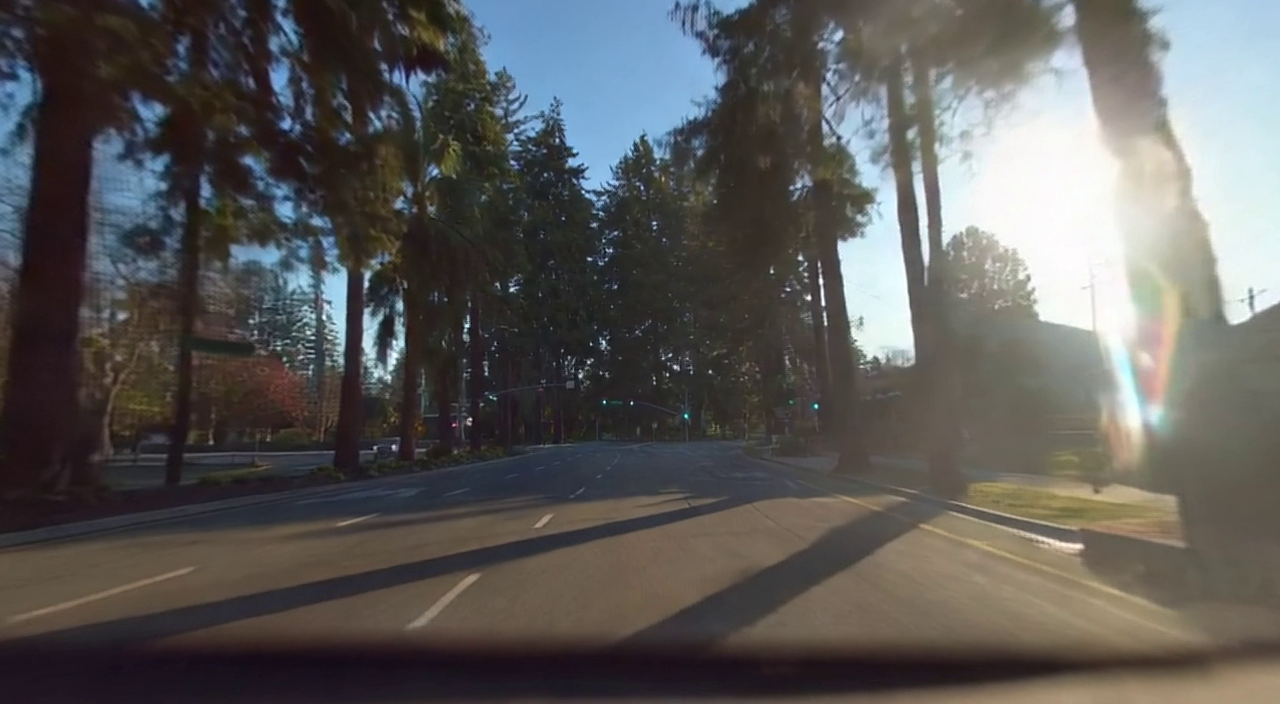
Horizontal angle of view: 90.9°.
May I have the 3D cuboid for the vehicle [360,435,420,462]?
[{"bbox_3d":[-16.671,6.430,42.263,2.006,1.694,4.351,-1,-8,4],"label":"vehicle"}]
